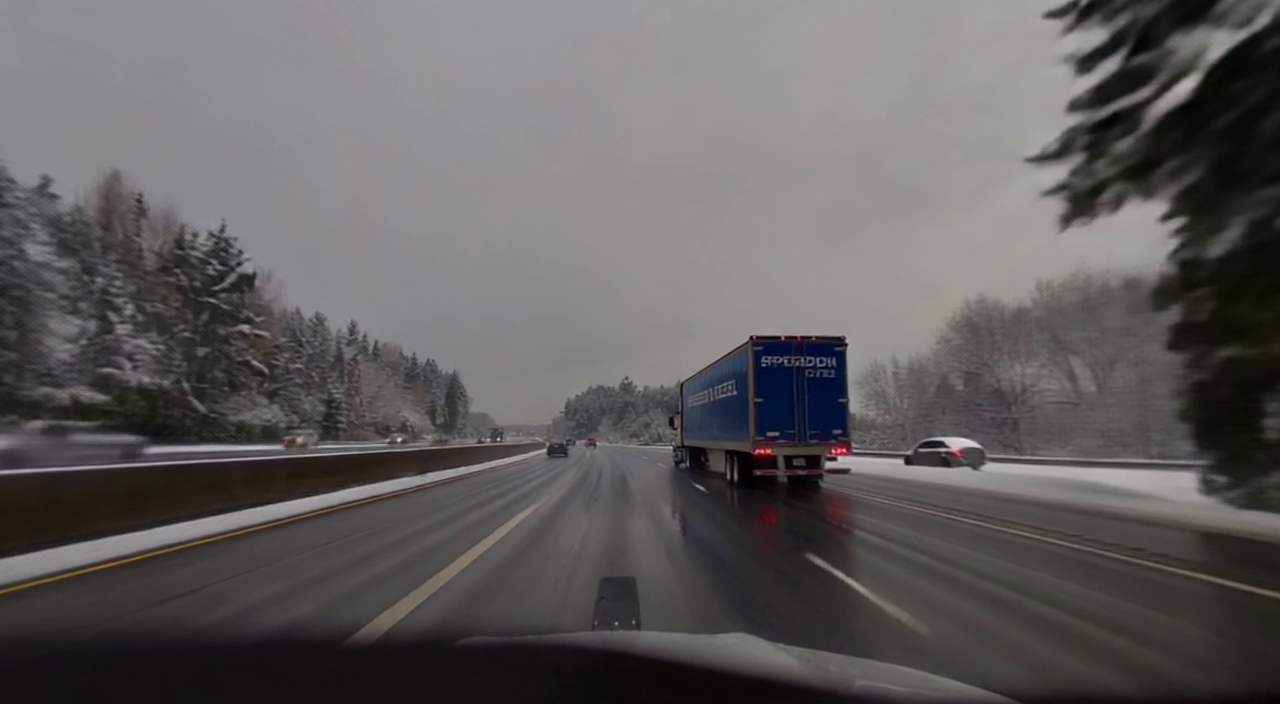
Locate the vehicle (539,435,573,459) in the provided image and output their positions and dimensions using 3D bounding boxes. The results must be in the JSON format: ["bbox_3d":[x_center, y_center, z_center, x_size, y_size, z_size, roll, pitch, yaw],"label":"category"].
[{"bbox_3d":[-5.845,6.610,44.003,2.030,1.547,3.862,1,-8,-3],"label":"vehicle"}]

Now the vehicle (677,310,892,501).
[{"bbox_3d":[3.473,2.064,20.524,2.910,4.051,14.278,1,-8,-3],"label":"vehicle"}]
